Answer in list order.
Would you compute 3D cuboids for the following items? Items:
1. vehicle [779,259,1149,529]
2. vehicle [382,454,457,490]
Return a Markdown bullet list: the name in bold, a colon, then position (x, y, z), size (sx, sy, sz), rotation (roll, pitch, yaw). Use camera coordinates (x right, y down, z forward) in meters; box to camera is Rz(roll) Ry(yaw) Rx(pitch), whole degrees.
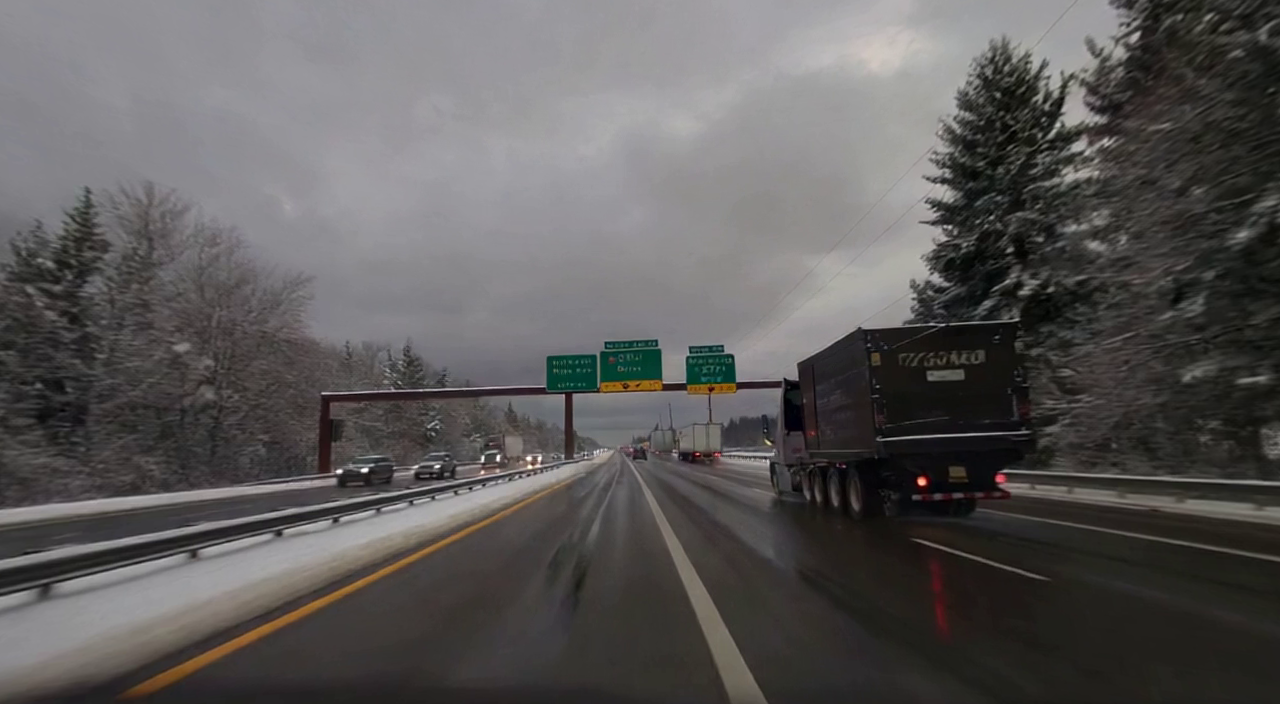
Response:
- **vehicle**: position (5.789, 1.238, 13.851), size (2.869, 4.048, 8.895), rotation (0, -9, -3)
- **vehicle**: position (-10.139, 5.531, 29.298), size (1.961, 1.487, 4.539), rotation (0, -9, -1)
